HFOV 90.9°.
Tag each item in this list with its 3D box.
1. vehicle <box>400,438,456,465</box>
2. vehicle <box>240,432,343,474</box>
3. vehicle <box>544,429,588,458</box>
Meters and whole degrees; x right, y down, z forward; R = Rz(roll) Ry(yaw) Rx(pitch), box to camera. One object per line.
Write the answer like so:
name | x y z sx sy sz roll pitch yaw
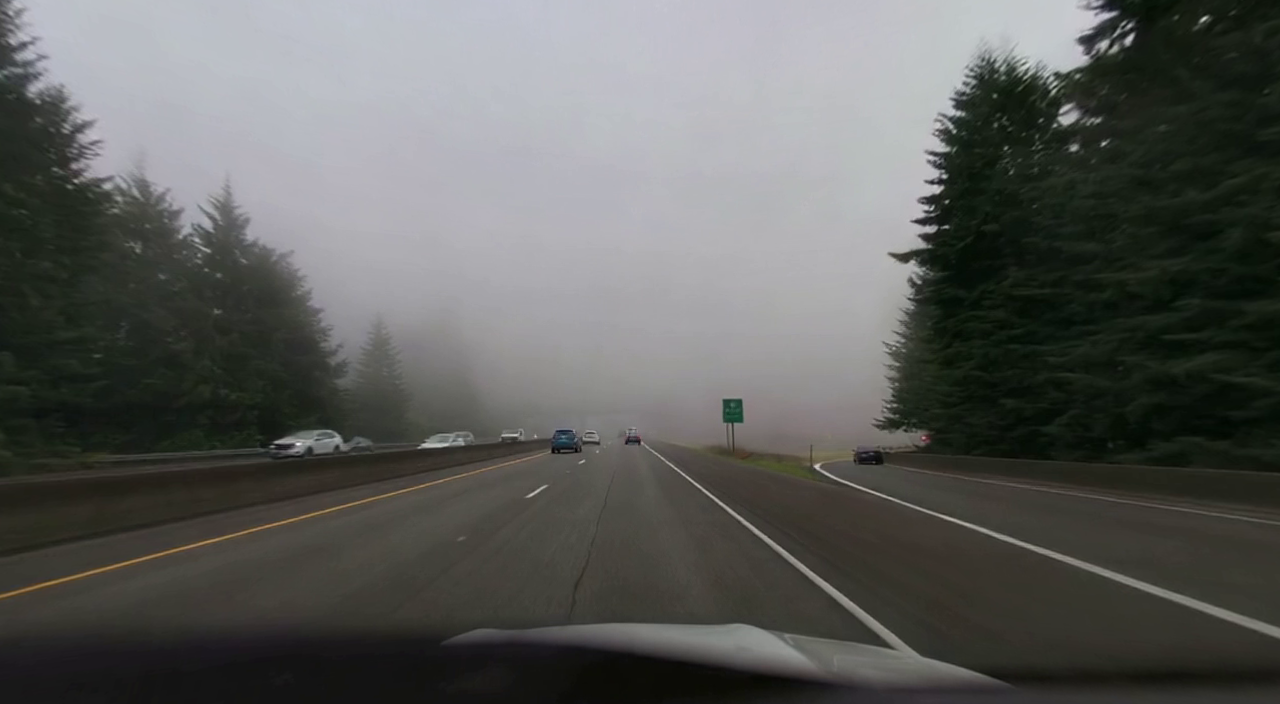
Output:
vehicle | -12.701 5.945 38.028 1.981 1.509 4.269 0 -8 0
vehicle | -17.212 4.986 31.508 2.015 1.861 5.531 0 -8 -1
vehicle | -4.317 5.449 37.491 2.169 1.588 4.264 0 -8 -1
